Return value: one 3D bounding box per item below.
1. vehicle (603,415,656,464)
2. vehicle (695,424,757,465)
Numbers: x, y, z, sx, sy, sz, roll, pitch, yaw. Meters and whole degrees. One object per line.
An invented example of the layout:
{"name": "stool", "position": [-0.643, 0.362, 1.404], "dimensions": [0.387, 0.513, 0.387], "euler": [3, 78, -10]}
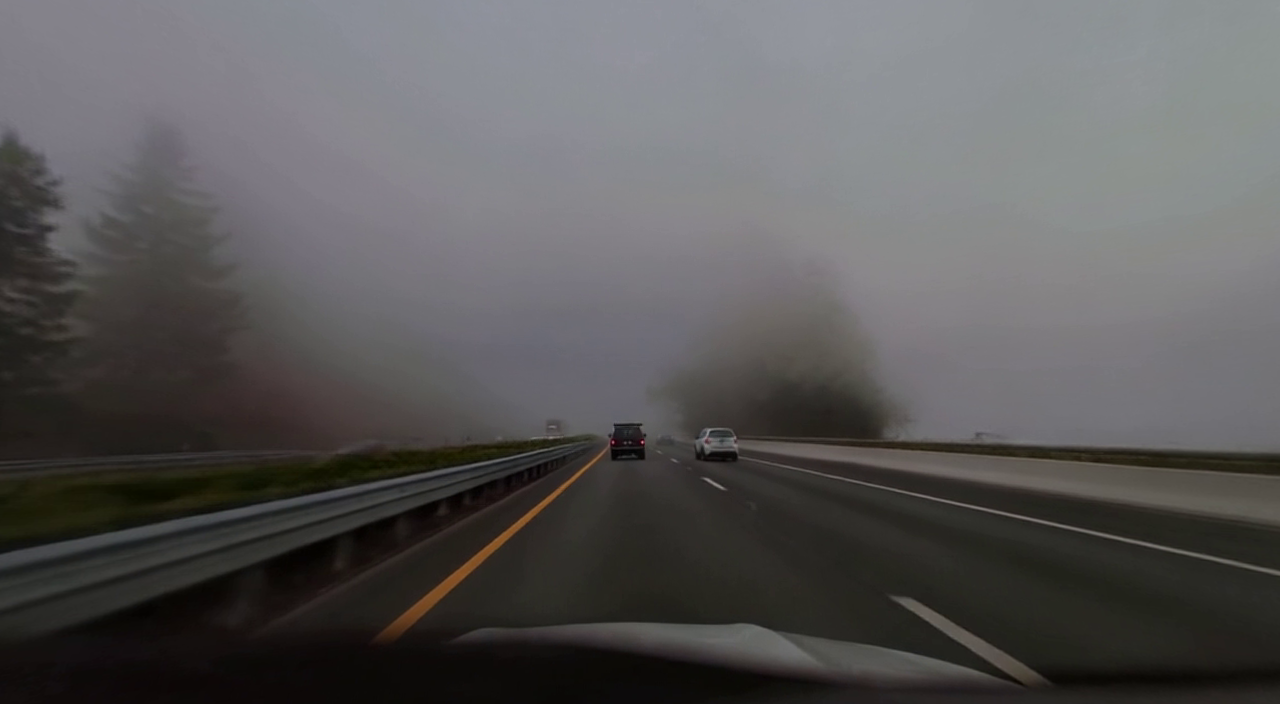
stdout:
{"name": "vehicle", "position": [-0.499, 4.027, 29.067], "dimensions": [2.270, 2.044, 4.633], "euler": [0, -8, -1]}
{"name": "vehicle", "position": [3.588, 3.956, 27.147], "dimensions": [1.981, 1.606, 3.956], "euler": [1, -8, -2]}
